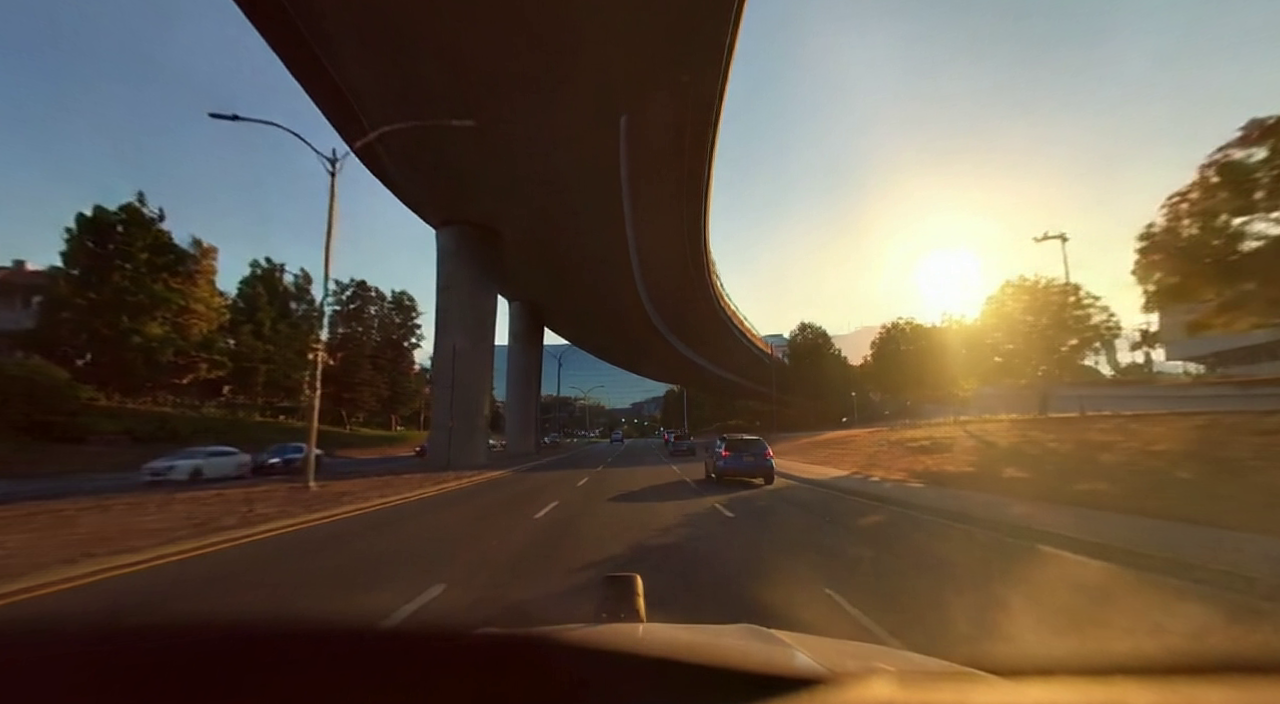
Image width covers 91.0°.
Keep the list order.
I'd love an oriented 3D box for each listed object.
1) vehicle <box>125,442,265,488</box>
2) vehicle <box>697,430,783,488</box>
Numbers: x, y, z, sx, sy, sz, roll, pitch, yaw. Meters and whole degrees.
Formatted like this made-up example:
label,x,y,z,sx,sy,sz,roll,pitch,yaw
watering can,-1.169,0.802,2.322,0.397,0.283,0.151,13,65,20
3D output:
label,x,y,z,sx,sy,sz,roll,pitch,yaw
vehicle,-16.340,4.144,23.500,1.967,1.520,4.542,0,-9,-1
vehicle,3.191,3.530,21.117,2.110,1.712,4.489,0,-9,0
